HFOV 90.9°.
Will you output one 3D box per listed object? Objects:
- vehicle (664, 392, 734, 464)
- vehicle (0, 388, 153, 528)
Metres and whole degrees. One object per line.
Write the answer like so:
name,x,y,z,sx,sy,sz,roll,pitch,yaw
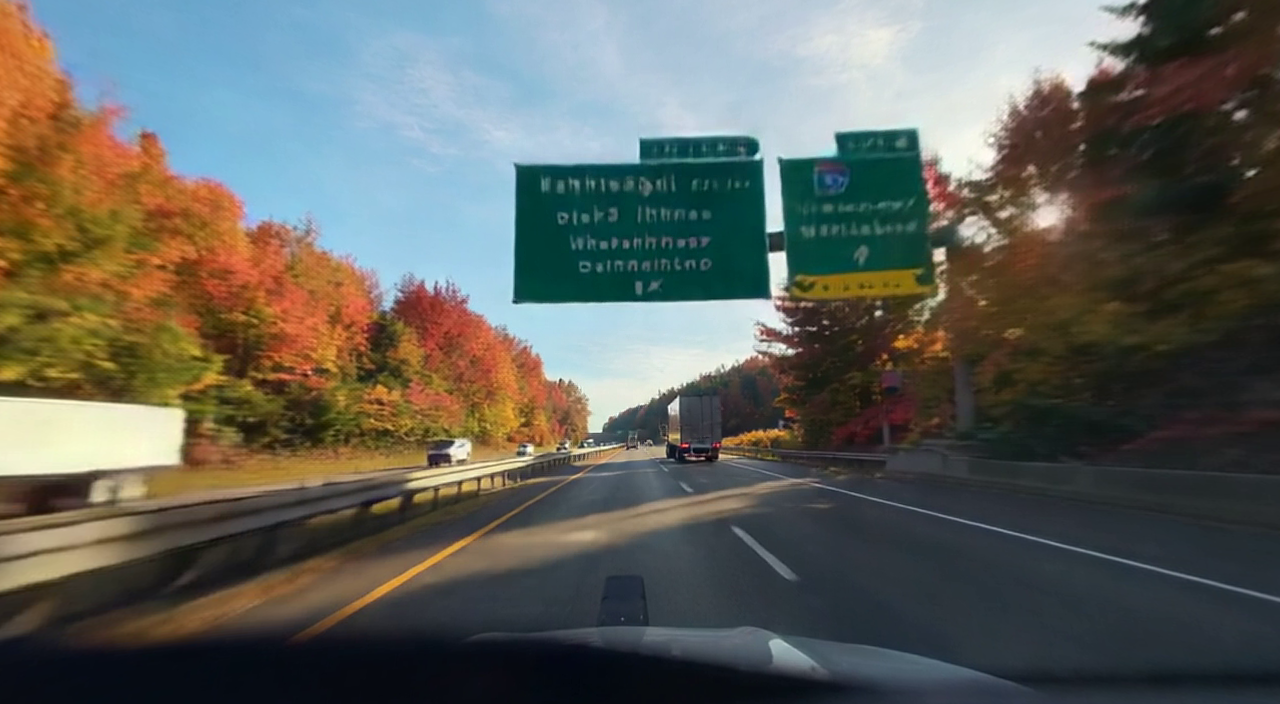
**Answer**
vehicle,3.703,5.451,43.853,3.357,4.101,14.659,0,-8,0
vehicle,-13.372,2.006,11.968,2.497,2.625,7.038,0,-8,1
